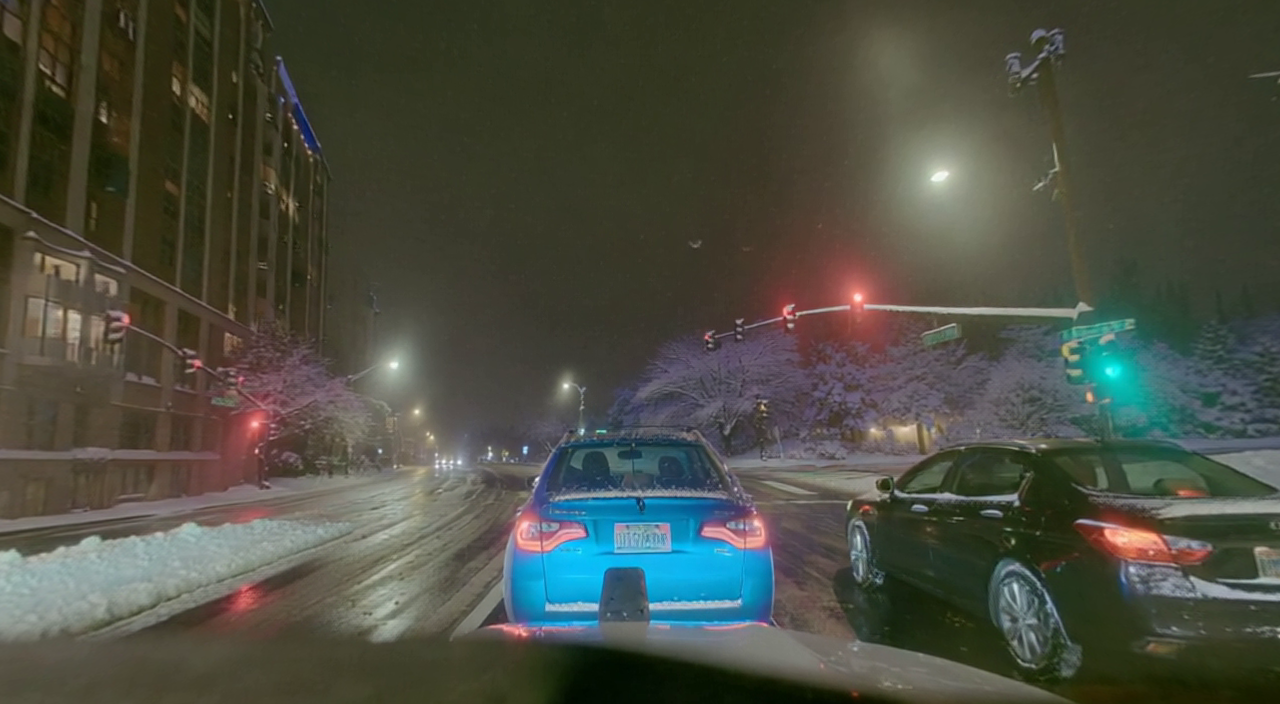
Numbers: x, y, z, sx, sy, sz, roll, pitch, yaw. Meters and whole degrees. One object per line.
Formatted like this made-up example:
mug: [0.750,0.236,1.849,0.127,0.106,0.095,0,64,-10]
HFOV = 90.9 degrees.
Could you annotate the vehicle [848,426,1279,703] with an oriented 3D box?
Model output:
vehicle: [3.352,1.376,5.079,1.860,1.430,4.089,0,-8,-1]

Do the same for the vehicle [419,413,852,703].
vehicle: [-0.055,1.349,5.156,2.094,1.481,4.078,0,-8,-1]
